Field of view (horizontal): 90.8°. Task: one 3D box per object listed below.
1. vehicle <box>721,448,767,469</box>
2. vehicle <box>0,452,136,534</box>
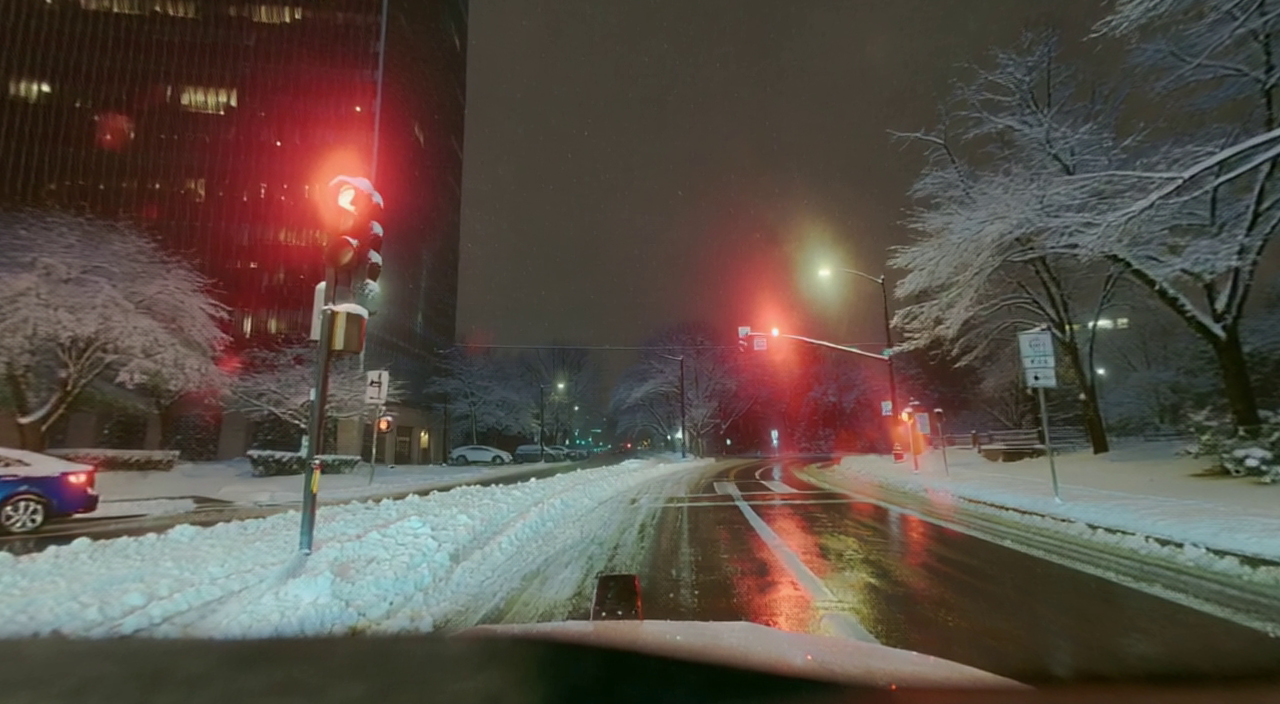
[{"bbox_3d":[7.872,8.119,48.414,1.829,1.440,4.384,2,-9,-14],"label":"vehicle"},{"bbox_3d":[-12.882,2.719,12.306,4.598,1.490,1.816,7,-11,-40],"label":"vehicle"}]
